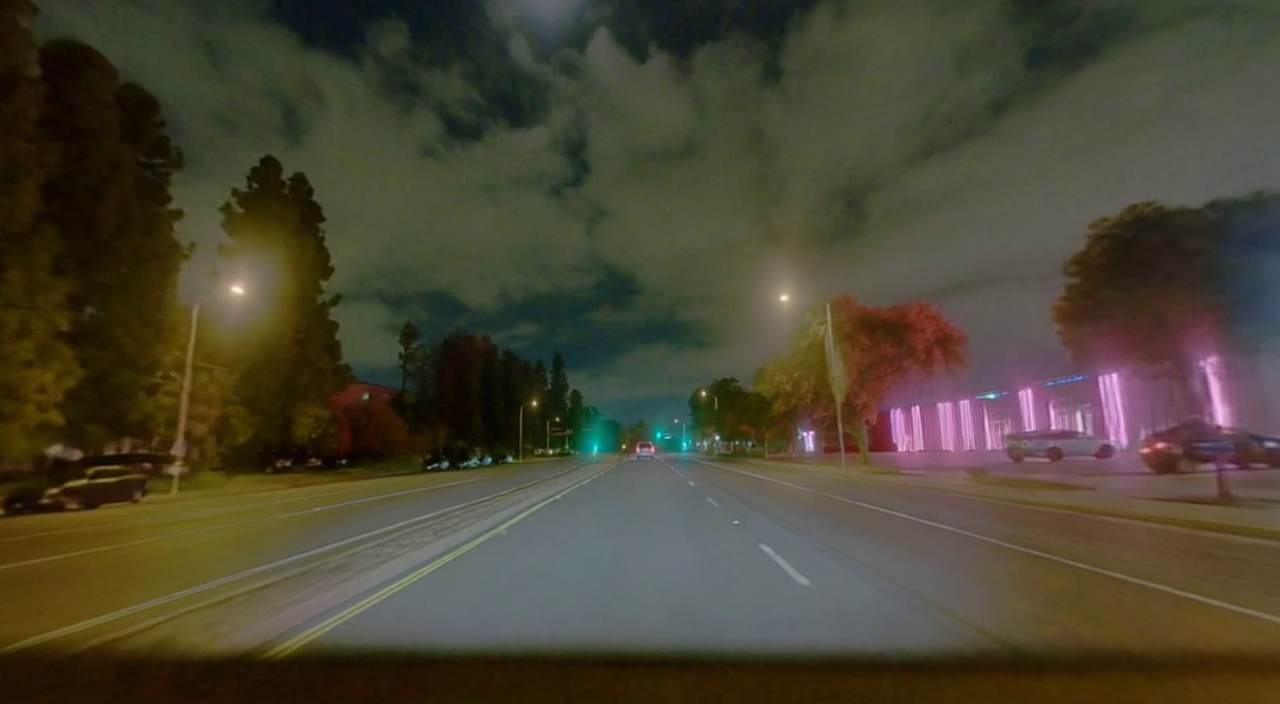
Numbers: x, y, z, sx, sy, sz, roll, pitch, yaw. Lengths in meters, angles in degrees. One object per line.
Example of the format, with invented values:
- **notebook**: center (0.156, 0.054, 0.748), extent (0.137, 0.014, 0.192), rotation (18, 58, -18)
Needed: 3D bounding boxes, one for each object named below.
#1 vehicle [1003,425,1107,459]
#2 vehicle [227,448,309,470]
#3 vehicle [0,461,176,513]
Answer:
- **vehicle**: center (22.970, 5.048, 35.174), extent (2.217, 1.737, 4.962), rotation (0, -8, -3)
- **vehicle**: center (-26.924, 7.744, 45.724), extent (4.591, 1.566, 2.133), rotation (0, -8, -1)
- **vehicle**: center (-19.039, 4.632, 22.056), extent (1.815, 1.453, 4.870), rotation (0, -8, 1)
